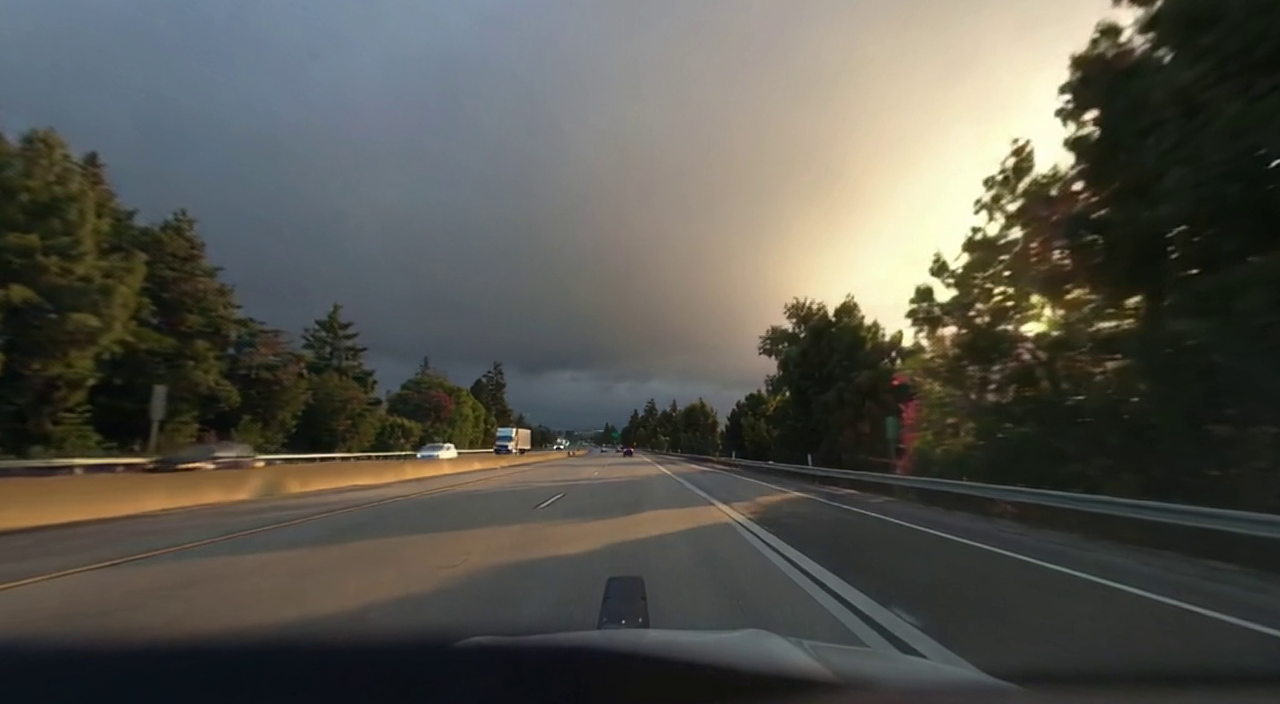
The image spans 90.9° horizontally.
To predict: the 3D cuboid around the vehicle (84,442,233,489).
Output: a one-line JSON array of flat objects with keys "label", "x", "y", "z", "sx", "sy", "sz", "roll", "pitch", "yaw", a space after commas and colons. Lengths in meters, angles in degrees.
[{"label": "vehicle", "x": -16.501, "y": 3.898, "z": 21.920, "sx": 1.787, "sy": 1.456, "sz": 4.219, "roll": 0, "pitch": -9, "yaw": 0}]
